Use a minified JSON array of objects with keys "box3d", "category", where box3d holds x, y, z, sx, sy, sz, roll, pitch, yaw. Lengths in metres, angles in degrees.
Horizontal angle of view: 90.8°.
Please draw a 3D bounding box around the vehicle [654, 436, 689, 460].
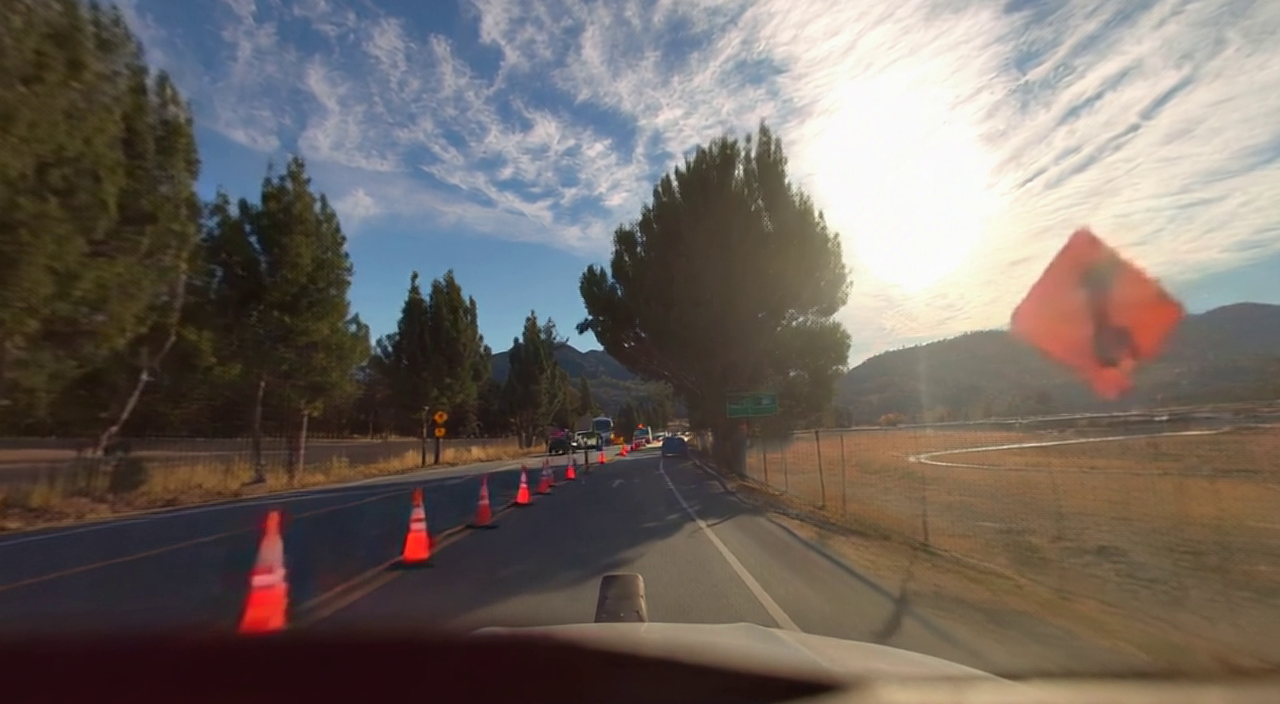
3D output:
[{"box3d":[2.047,6.311,41.611,2.172,1.486,3.581,-1,-9,3],"category":"vehicle"}]
